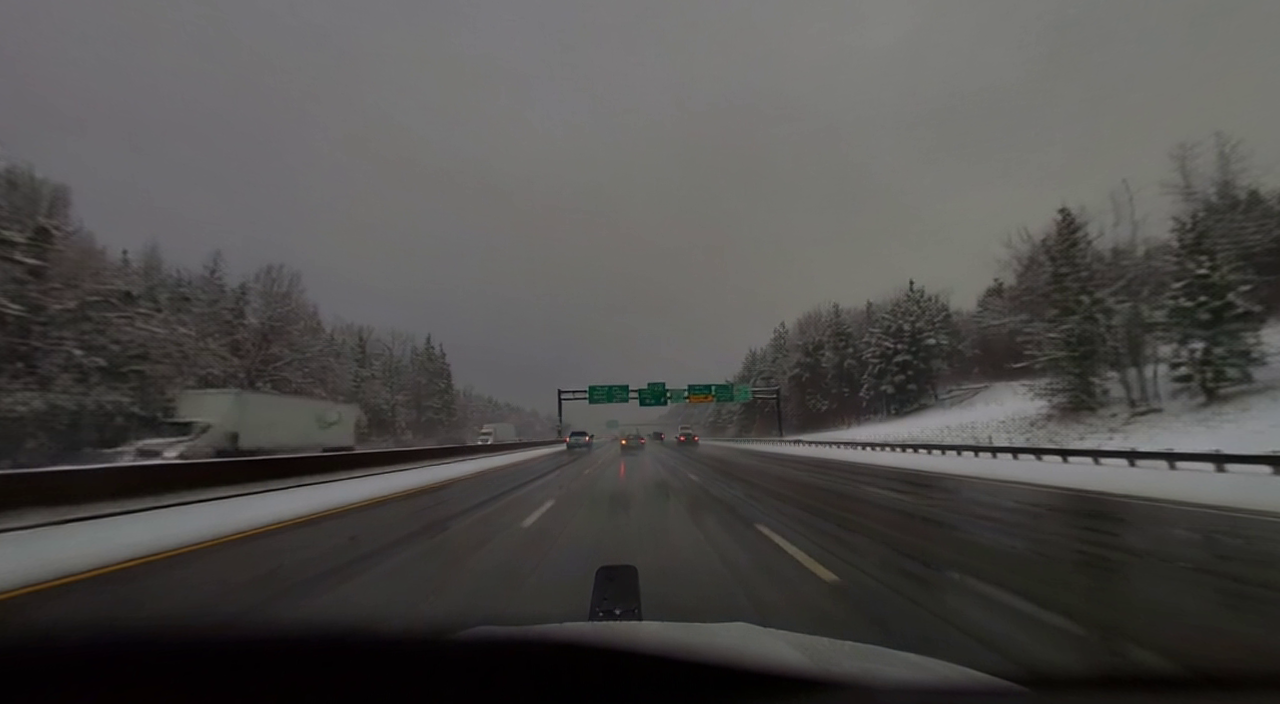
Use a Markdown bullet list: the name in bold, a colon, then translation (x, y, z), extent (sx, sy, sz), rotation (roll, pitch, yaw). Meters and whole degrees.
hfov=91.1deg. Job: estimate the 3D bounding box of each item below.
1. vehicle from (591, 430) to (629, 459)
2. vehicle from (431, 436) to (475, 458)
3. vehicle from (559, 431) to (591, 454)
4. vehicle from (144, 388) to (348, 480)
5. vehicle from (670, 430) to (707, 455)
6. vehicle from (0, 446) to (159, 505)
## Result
- **vehicle**: translation (-1.793, 5.478, 37.454), extent (2.119, 1.629, 3.946), rotation (0, -8, -2)
- **vehicle**: translation (-14.080, 7.147, 47.560), extent (1.969, 1.572, 4.308), rotation (0, -8, 0)
- **vehicle**: translation (-4.904, 6.917, 47.936), extent (2.046, 1.658, 4.008), rotation (0, -8, -1)
- **vehicle**: translation (-21.102, 4.658, 35.572), extent (2.956, 4.110, 14.125), rotation (0, -8, -2)
- **vehicle**: translation (3.276, 6.242, 43.523), extent (2.066, 1.673, 4.225), rotation (0, -8, -2)
- **vehicle**: translation (-16.991, 3.622, 18.931), extent (1.800, 1.497, 4.109), rotation (0, -8, -1)
